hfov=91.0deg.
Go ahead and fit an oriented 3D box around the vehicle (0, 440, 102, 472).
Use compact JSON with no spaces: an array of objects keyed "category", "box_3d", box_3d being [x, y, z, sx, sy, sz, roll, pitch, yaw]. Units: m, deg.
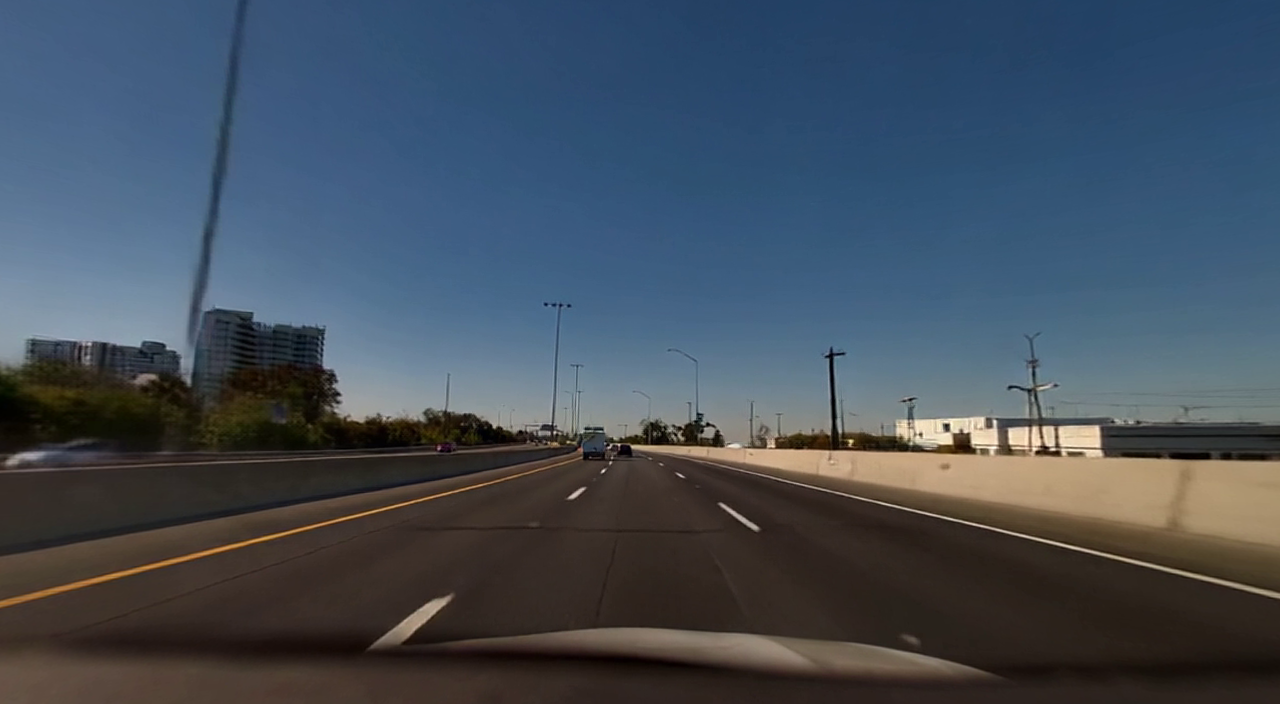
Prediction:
[{"category":"vehicle","box_3d":[-32.082,5.525,33.711,1.978,1.540,5.108,0,-9,0]}]
